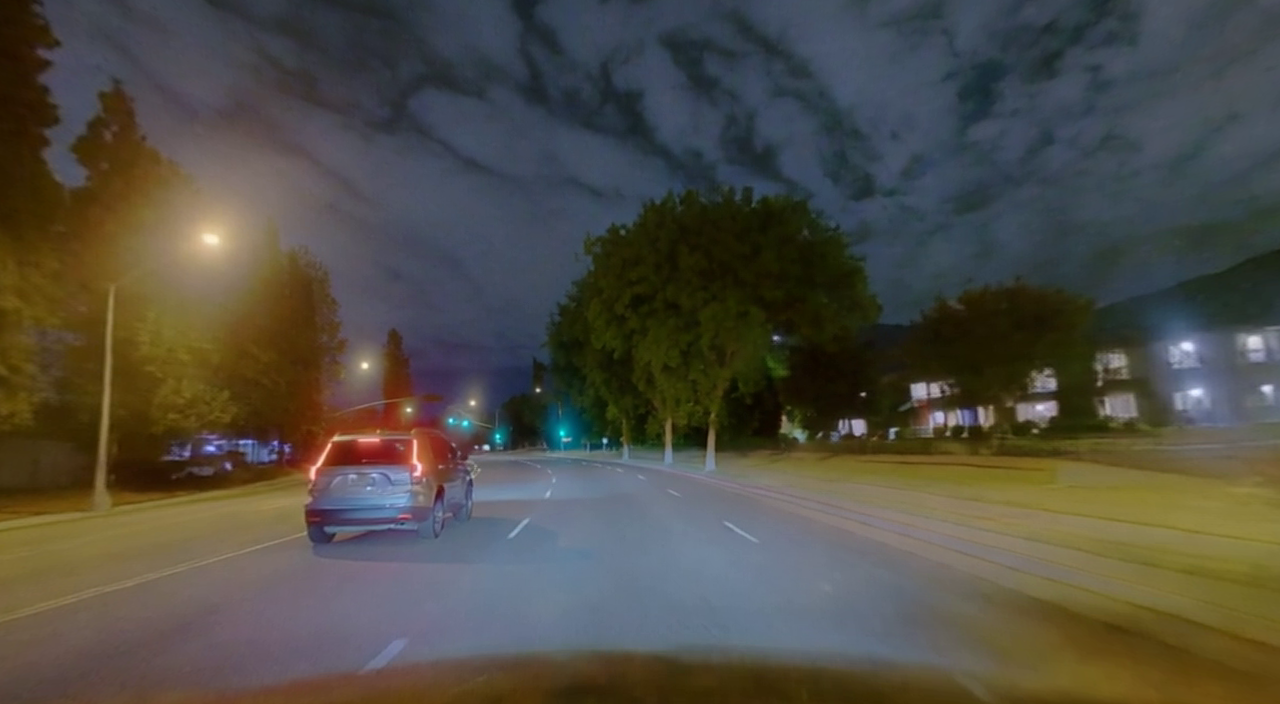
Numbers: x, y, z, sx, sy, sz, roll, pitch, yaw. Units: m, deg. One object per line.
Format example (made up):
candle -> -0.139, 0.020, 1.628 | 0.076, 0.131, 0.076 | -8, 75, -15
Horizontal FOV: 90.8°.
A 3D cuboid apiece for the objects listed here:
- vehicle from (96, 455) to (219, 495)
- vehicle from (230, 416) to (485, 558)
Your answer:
vehicle -> -25.625, 6.506, 33.715 | 4.809, 1.471, 2.012 | -5, -8, -10
vehicle -> -4.099, 2.028, 10.237 | 2.175, 1.772, 4.442 | 0, -8, -2
